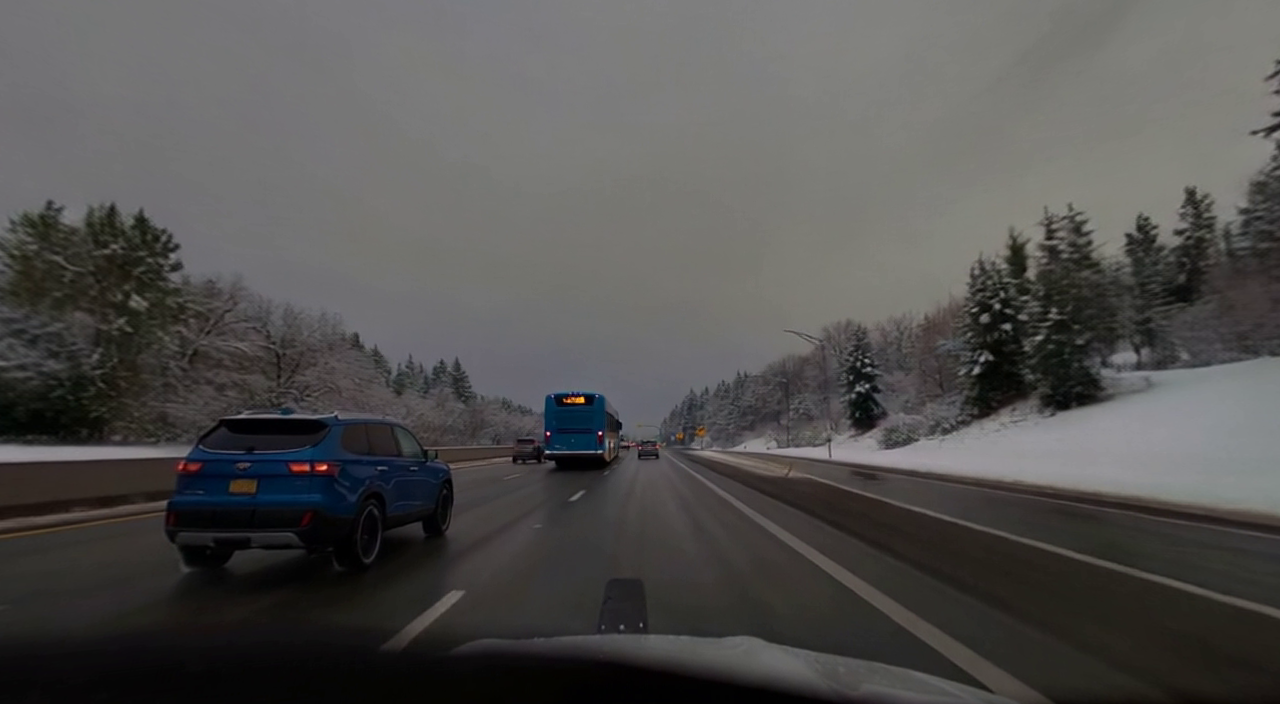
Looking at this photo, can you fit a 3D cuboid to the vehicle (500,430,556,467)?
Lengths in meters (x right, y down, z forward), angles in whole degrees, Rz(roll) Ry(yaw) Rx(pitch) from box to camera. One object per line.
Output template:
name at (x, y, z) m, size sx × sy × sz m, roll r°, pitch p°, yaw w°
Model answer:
vehicle at (-6.881, 6.034, 39.400) m, size 2.282 × 2.116 × 6.030 m, roll 0°, pitch -8°, yaw 1°

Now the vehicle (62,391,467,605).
vehicle at (-3.664, 1.507, 7.331) m, size 2.021 × 1.730 × 4.223 m, roll 0°, pitch -8°, yaw 1°

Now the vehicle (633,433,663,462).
vehicle at (0.575, 6.974, 46.131) m, size 2.083 × 2.001 × 4.782 m, roll 0°, pitch -8°, yaw 0°

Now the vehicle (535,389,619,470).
vehicle at (-3.153, 4.537, 35.532) m, size 3.382 × 3.712 × 11.766 m, roll 1°, pitch -9°, yaw 1°
